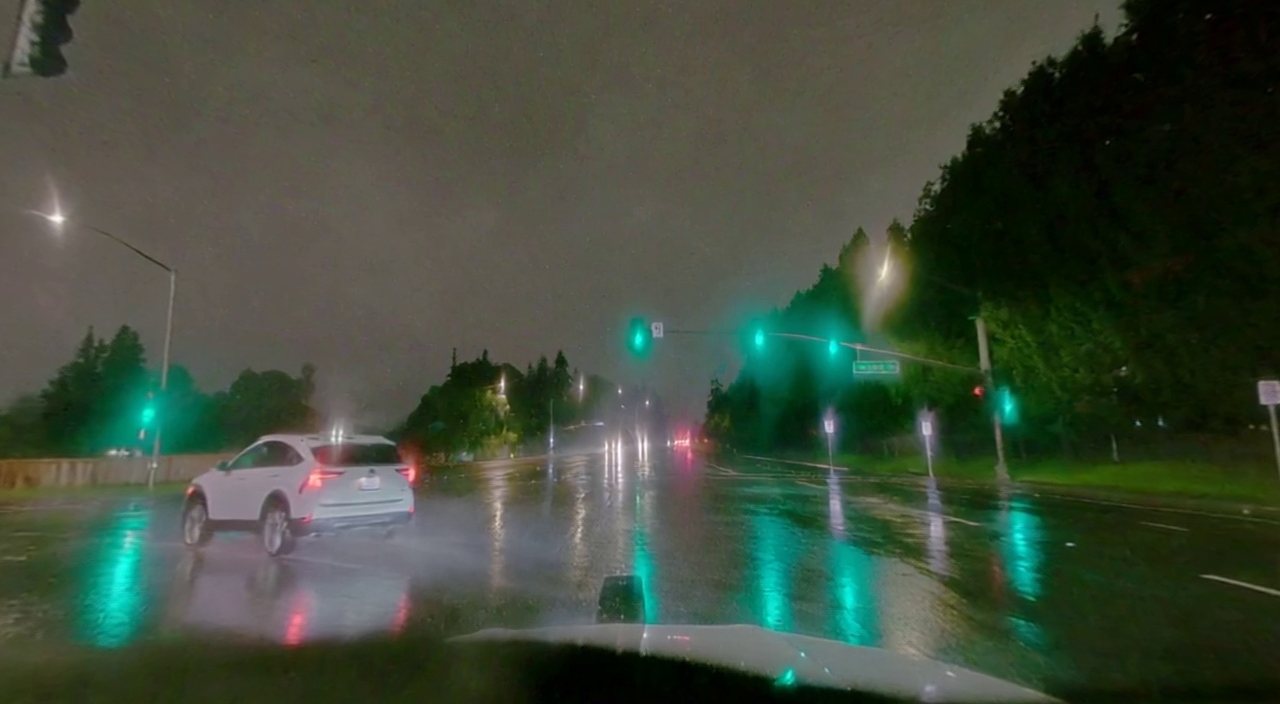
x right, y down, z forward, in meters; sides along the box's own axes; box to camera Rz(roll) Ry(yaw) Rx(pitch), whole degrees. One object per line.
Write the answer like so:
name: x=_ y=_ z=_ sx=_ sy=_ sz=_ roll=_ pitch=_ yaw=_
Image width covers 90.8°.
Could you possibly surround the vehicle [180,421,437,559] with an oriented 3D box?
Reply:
vehicle: x=-5.813 y=2.205 z=10.895 sx=4.580 sy=1.827 sz=2.230 roll=-7 pitch=-11 yaw=40
